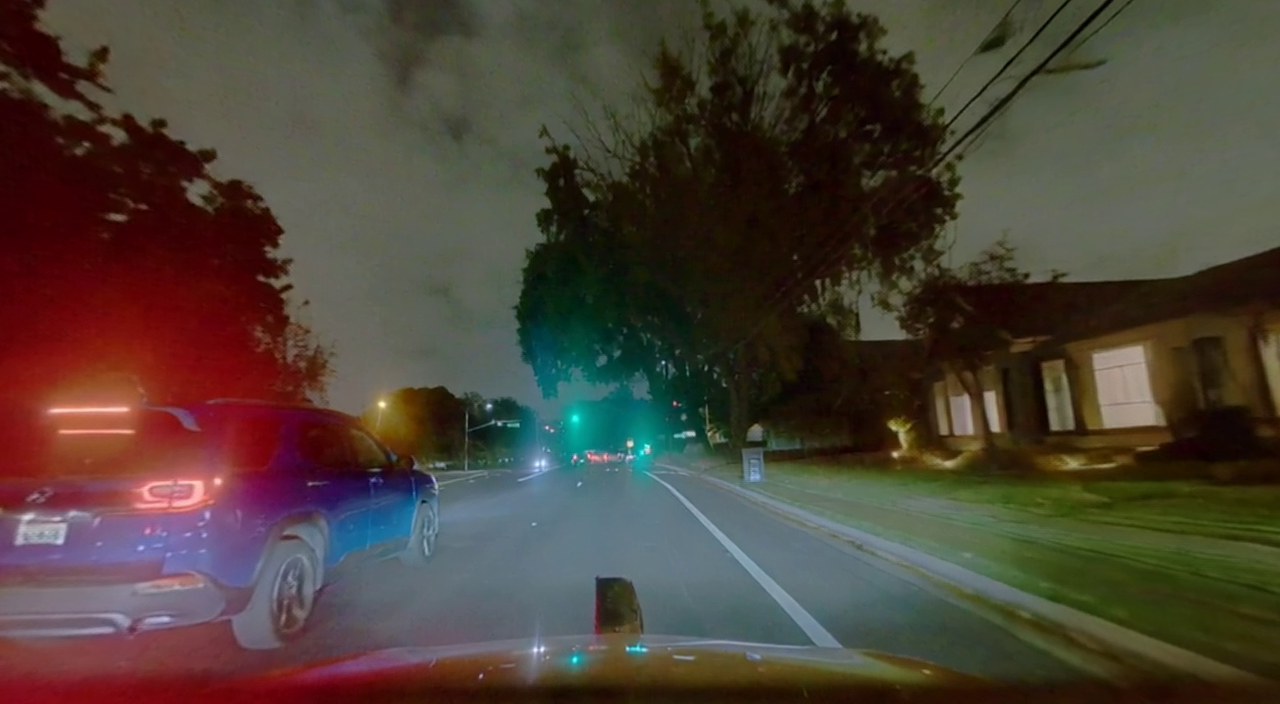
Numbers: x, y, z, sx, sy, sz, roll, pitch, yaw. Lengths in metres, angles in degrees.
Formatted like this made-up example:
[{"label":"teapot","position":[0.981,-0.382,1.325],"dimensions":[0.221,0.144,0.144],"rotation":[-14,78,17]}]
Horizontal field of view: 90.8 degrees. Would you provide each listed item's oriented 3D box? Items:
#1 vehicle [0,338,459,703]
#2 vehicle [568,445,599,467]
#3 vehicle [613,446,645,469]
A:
[{"label":"vehicle","position":[-3.615,1.300,5.788],"dimensions":[2.276,1.960,5.561],"rotation":[0,-8,0]},{"label":"vehicle","position":[-4.390,8.165,49.810],"dimensions":[2.002,1.688,4.084],"rotation":[0,-8,1]},{"label":"vehicle","position":[-0.751,7.071,42.607],"dimensions":[2.016,1.470,3.784],"rotation":[0,-8,-1]}]
